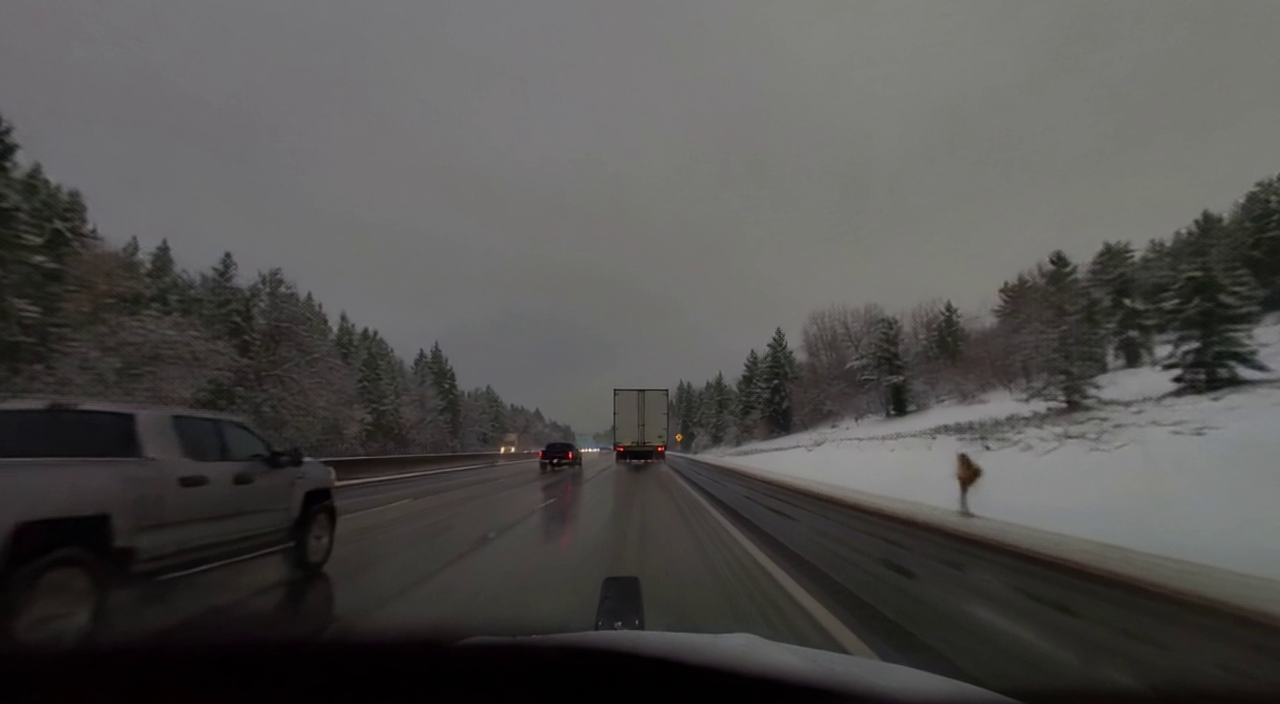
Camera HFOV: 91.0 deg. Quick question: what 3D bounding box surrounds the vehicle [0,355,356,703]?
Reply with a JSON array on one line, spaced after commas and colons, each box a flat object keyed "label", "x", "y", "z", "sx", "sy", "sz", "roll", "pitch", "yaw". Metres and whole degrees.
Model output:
[{"label": "vehicle", "x": -4.169, "y": 1.089, "z": 4.306, "sx": 2.140, "sy": 1.750, "sz": 4.901, "roll": 0, "pitch": -9, "yaw": 0}]

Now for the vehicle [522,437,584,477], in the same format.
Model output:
[{"label": "vehicle", "x": -4.195, "y": 5.178, "z": 31.343, "sx": 2.285, "sy": 1.833, "sz": 4.984, "roll": 0, "pitch": -9, "yaw": 1}]

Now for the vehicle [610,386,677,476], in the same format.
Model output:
[{"label": "vehicle", "x": 0.130, "y": 4.448, "z": 34.596, "sx": 3.052, "sy": 4.132, "sz": 11.336, "roll": 0, "pitch": -9, "yaw": 0}]
